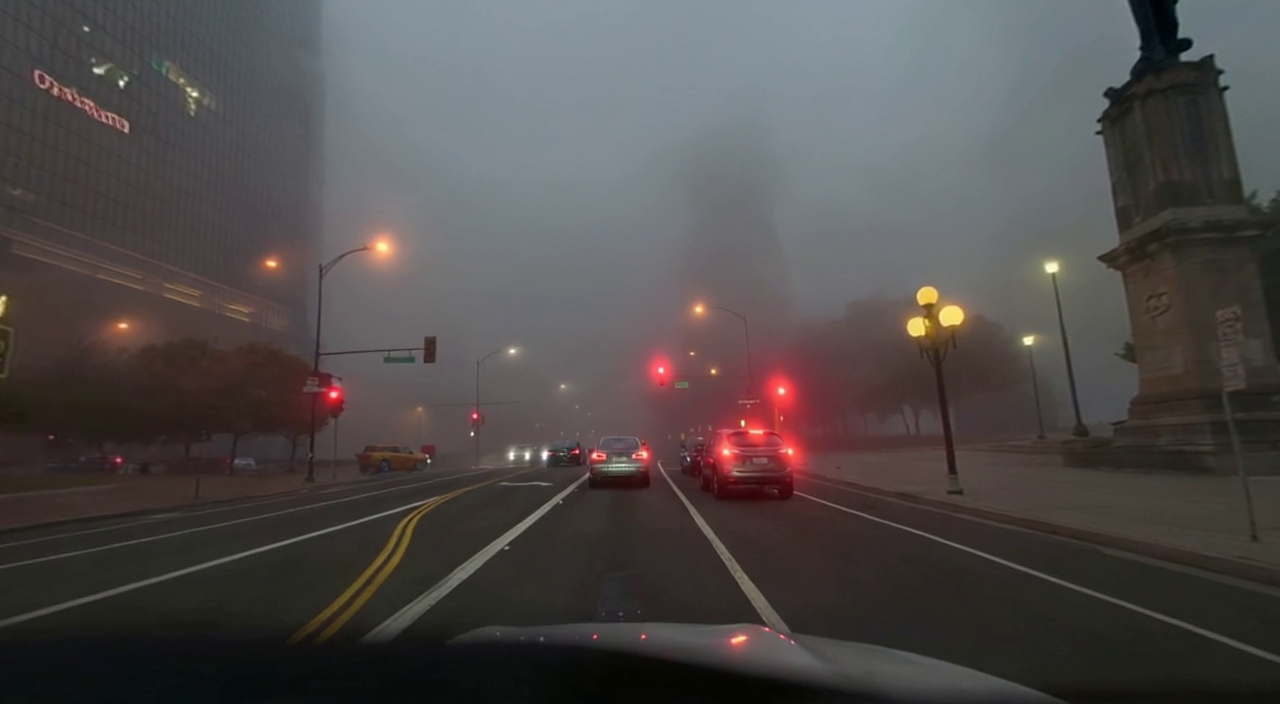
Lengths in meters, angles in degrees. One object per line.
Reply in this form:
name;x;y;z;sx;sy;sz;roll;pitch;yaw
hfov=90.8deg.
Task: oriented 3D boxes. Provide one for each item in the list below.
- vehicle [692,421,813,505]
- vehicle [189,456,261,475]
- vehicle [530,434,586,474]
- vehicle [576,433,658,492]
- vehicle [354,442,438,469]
vehicle;2.594;2.715;15.809;2.096;1.775;4.440;0;-9;-1
vehicle;-32.392;8.830;49.363;4.392;1.427;1.764;0;-9;0
vehicle;-3.591;4.598;28.694;2.045;1.633;4.864;0;-9;-2
vehicle;-0.597;3.123;18.206;2.096;1.492;4.071;0;-9;0
vehicle;-16.556;7.032;43.048;4.855;1.769;2.071;0;-9;-1
